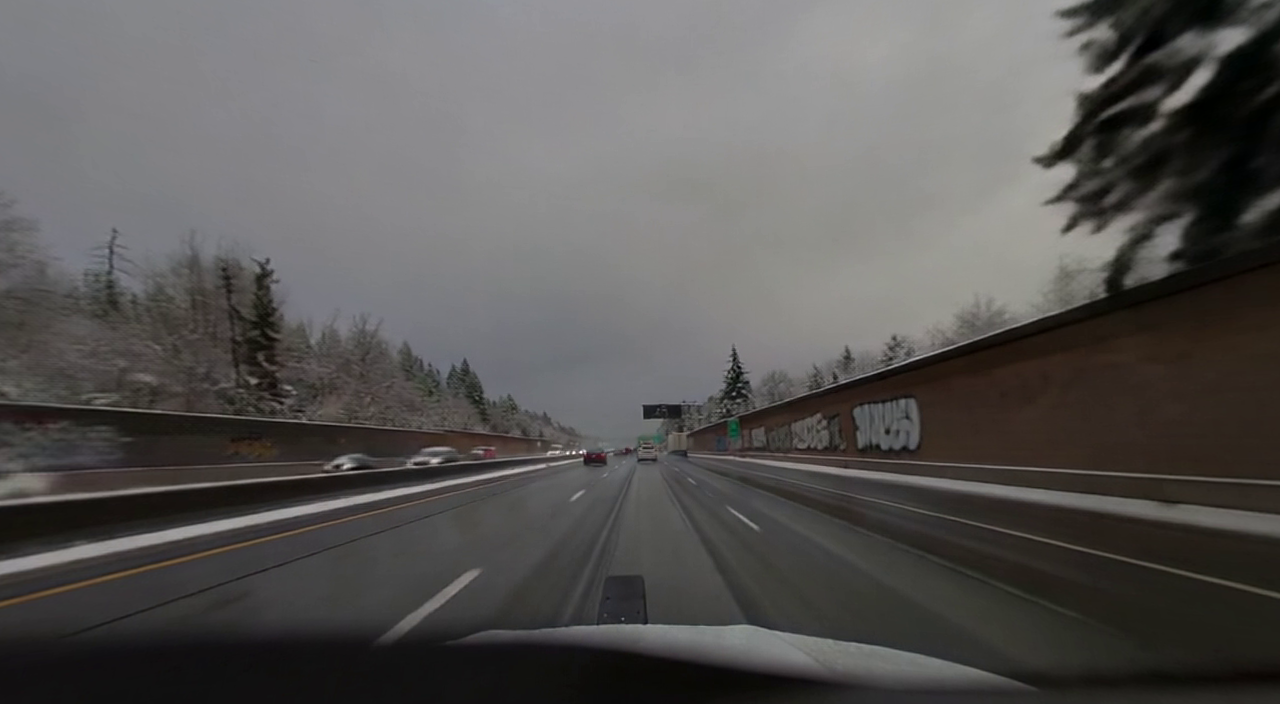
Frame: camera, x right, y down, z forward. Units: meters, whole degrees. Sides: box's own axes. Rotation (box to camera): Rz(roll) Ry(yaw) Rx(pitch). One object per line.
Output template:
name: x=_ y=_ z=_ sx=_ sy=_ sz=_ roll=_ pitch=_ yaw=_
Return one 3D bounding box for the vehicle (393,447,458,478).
vehicle: x=-11.709 y=6.047 z=34.739 sx=2.001 sy=1.547 sz=4.361 roll=0 pitch=-9 yaw=1

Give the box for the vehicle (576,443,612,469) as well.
vehicle: x=-3.130 y=7.201 z=43.649 sx=2.095 sy=1.671 sz=4.193 roll=0 pitch=-9 yaw=1

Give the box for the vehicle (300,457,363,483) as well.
vehicle: x=-20.194 y=7.705 z=41.462 sx=1.806 sy=1.549 sz=4.417 roll=0 pitch=-9 yaw=1

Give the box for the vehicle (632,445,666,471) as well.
vehicle: x=0.558 y=6.632 z=39.636 sx=2.009 sy=1.506 sz=4.091 roll=0 pitch=-9 yaw=0
